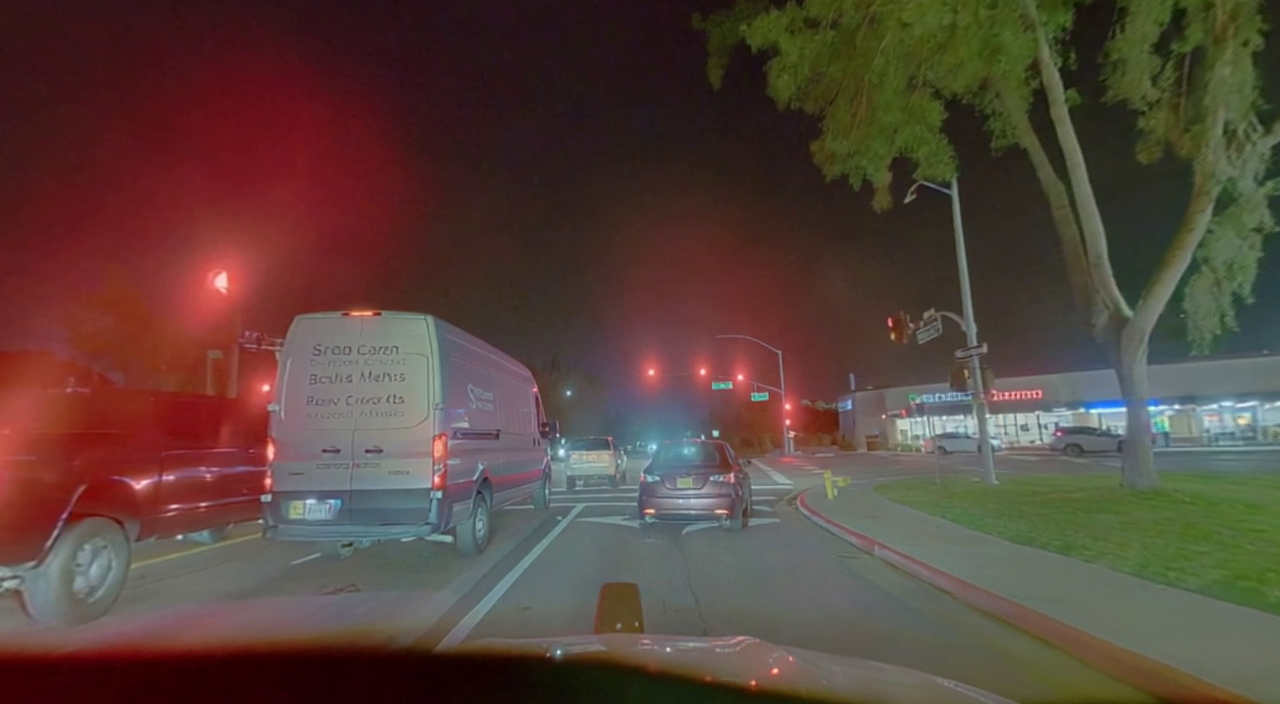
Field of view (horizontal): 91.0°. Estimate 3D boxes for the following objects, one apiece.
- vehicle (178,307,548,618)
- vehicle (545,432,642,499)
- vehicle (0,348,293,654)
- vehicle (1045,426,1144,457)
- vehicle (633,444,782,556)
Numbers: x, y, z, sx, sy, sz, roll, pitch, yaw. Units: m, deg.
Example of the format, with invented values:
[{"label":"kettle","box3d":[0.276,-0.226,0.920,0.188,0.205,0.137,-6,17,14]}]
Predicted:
[{"label":"vehicle","box3d":[-3.114,1.469,9.088,2.555,3.035,5.702,0,-9,1]},{"label":"vehicle","box3d":[-1.346,3.593,20.360,2.130,1.876,4.445,-1,-9,9]},{"label":"vehicle","box3d":[-6.137,1.364,6.286,2.352,2.333,5.197,0,-9,-1]},{"label":"vehicle","box3d":[30.915,6.105,42.915,5.084,2.041,2.360,1,-9,-8]},{"label":"vehicle","box3d":[1.337,2.725,12.429,2.398,1.773,4.254,-1,-9,7]}]
